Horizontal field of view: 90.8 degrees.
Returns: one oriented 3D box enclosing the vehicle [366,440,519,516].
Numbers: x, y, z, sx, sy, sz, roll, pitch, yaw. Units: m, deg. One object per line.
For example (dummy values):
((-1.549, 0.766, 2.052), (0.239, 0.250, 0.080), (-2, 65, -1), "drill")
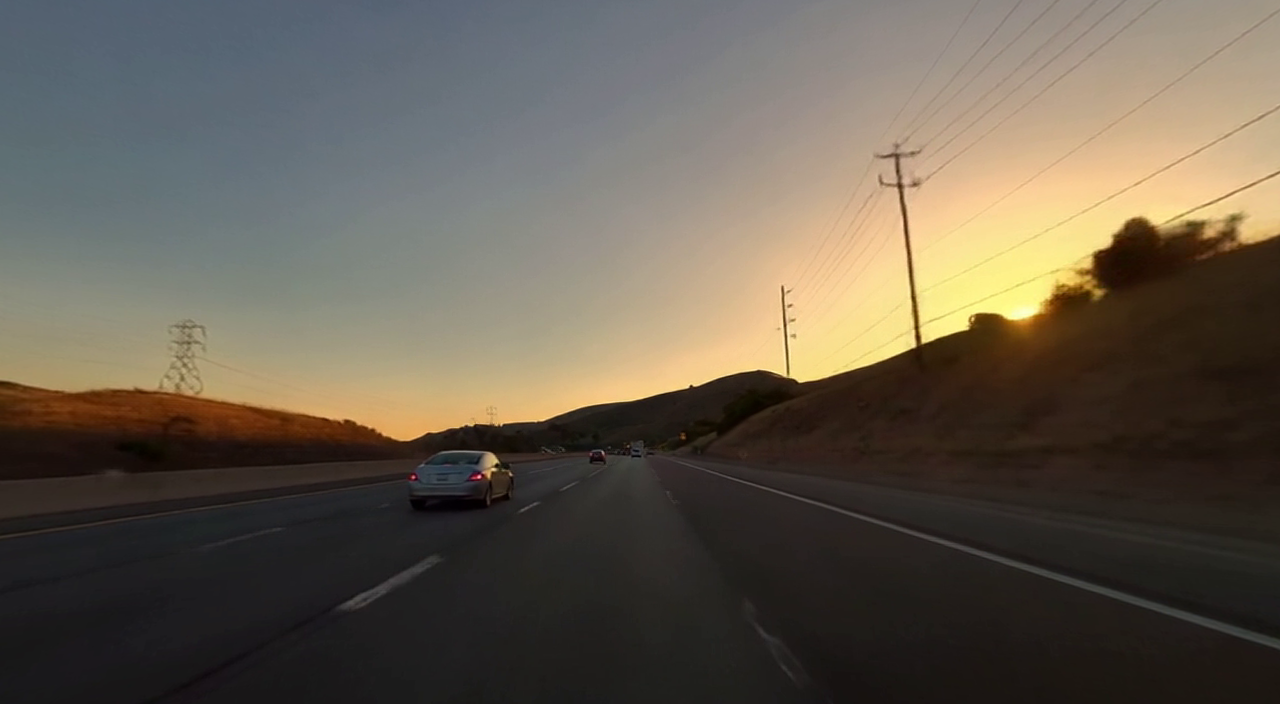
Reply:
((-4.438, 2.912, 15.205), (2.064, 1.489, 4.966), (0, -9, 0), "vehicle")
